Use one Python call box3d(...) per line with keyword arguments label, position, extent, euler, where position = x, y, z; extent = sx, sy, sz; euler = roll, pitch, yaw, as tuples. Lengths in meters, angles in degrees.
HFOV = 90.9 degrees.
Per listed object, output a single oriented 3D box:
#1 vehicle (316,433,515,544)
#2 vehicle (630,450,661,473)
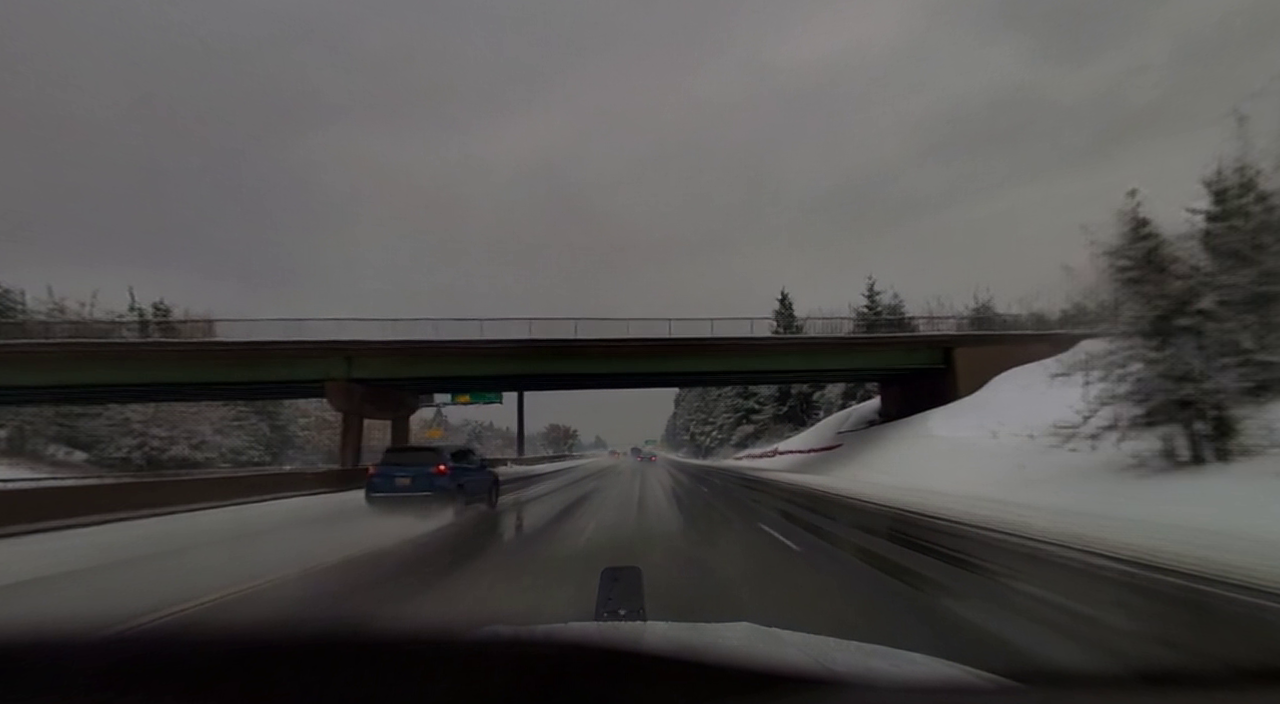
box3d(label="vehicle", position=(-3.846, 2.420, 11.810), extent=(2.055, 1.665, 4.373), euler=(0, -9, 1))
box3d(label="vehicle", position=(0.415, 7.775, 45.004), extent=(2.113, 1.537, 4.208), euler=(0, -9, 0))
